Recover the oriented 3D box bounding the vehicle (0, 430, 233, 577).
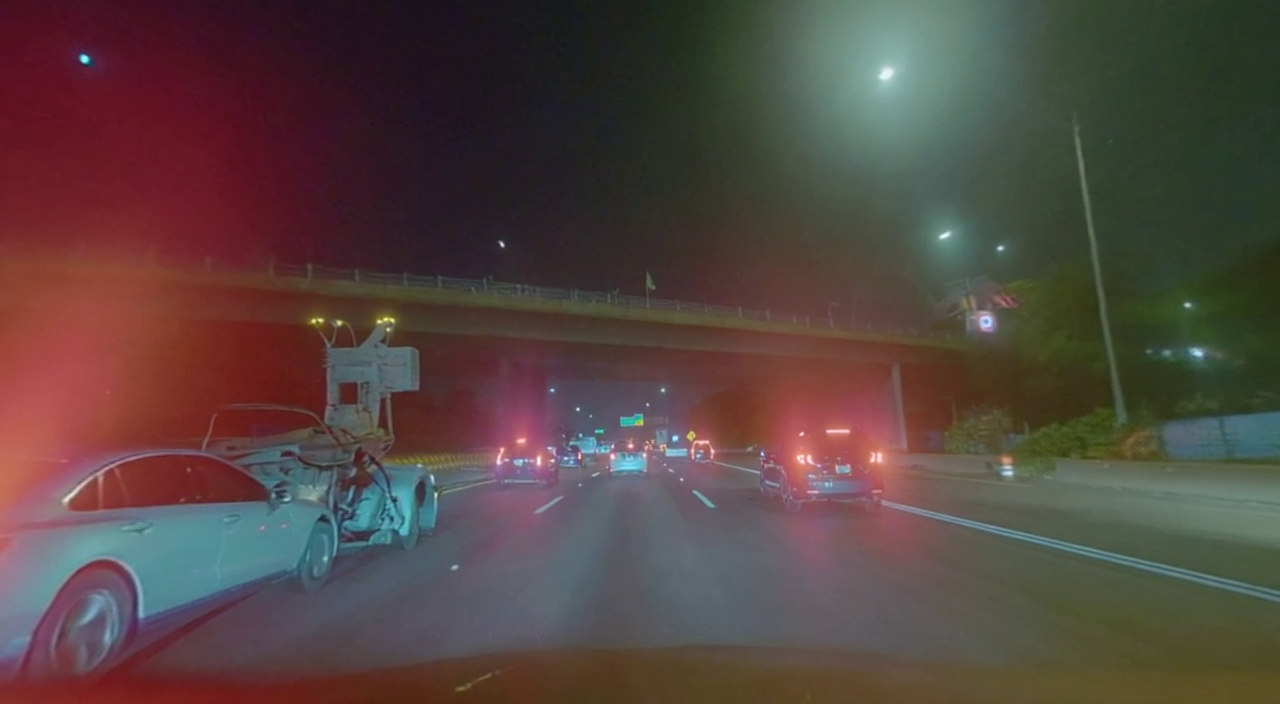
[{"bbox_3d":[-7.511,1.726,7.629,1.948,1.494,4.749,0,-8,1],"label":"vehicle"}]

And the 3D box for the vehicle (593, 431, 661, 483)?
[{"bbox_3d":[-0.426,3.801,23.118,2.270,1.696,4.061,0,-8,0],"label":"vehicle"}]

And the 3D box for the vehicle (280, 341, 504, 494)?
[{"bbox_3d":[-7.439,2.426,21.373,2.959,3.886,10.574,-1,-8,2],"label":"vehicle"}]

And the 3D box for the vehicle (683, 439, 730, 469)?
[{"bbox_3d":[3.443,5.403,33.463,2.003,1.465,4.092,0,-8,-1],"label":"vehicle"}]

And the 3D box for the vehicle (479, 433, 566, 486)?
[{"bbox_3d":[-3.950,3.709,21.996,2.124,1.639,4.344,0,-8,1],"label":"vehicle"}]
